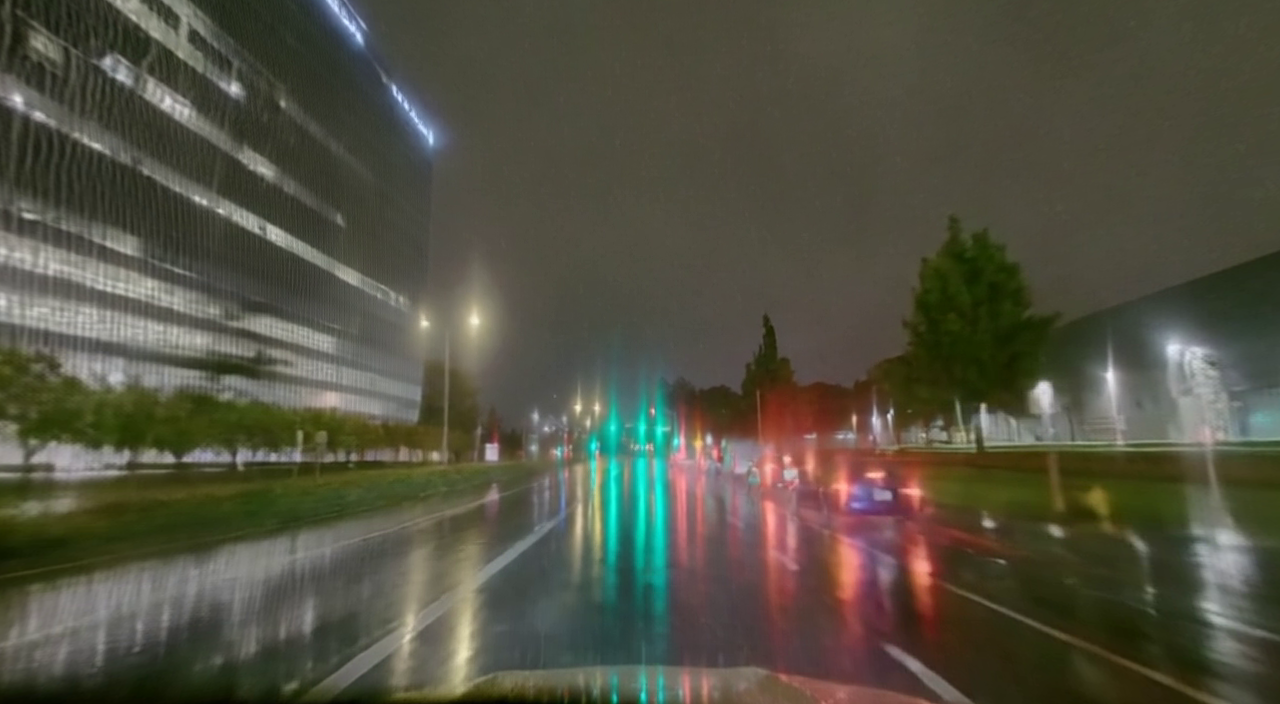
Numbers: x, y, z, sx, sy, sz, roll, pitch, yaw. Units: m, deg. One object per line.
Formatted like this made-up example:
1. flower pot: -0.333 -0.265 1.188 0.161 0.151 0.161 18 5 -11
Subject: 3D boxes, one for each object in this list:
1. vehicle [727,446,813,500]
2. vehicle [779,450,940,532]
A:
1. vehicle: 4.156 3.923 20.946 1.974 1.534 4.610 0 -9 2
2. vehicle: 4.362 2.794 13.310 1.872 1.420 4.201 0 -9 0
